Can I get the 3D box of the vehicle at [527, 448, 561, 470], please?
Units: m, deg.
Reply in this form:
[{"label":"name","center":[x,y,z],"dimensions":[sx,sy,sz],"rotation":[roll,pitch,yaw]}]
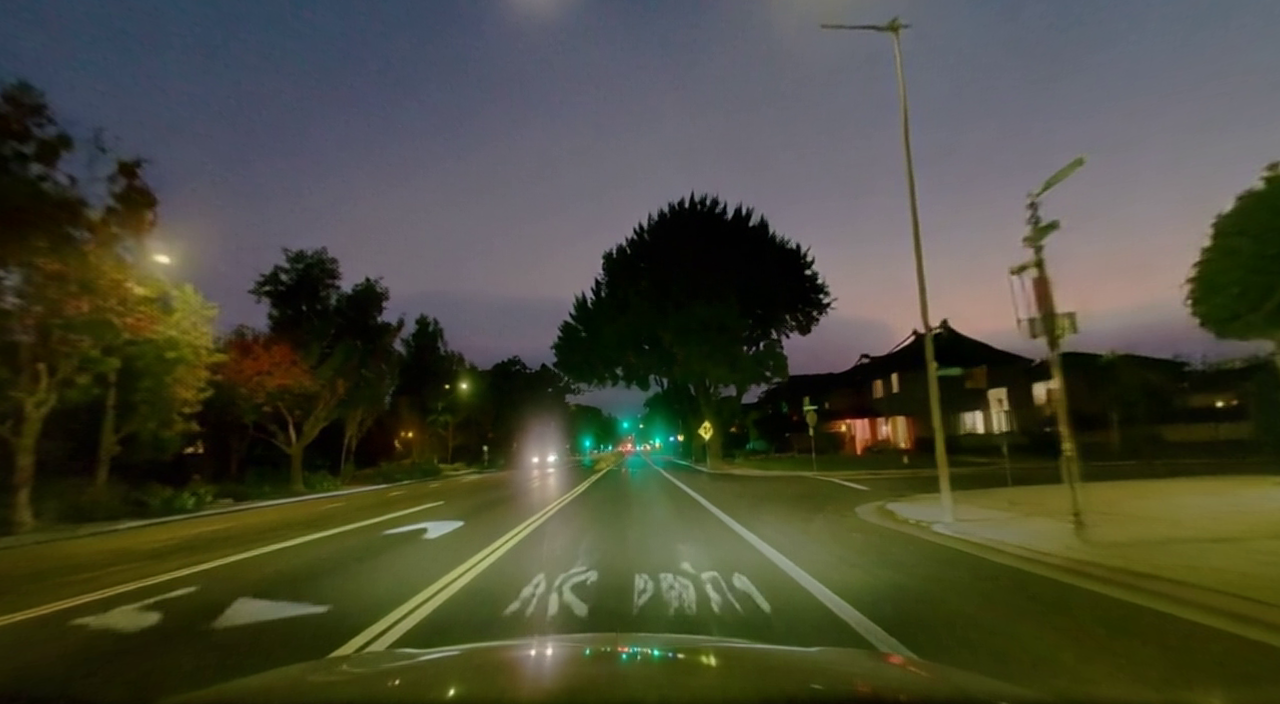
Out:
[{"label":"vehicle","center":[-7.542,8.444,49.924],"dimensions":[1.994,1.646,4.276],"rotation":[0,-8,0]}]
